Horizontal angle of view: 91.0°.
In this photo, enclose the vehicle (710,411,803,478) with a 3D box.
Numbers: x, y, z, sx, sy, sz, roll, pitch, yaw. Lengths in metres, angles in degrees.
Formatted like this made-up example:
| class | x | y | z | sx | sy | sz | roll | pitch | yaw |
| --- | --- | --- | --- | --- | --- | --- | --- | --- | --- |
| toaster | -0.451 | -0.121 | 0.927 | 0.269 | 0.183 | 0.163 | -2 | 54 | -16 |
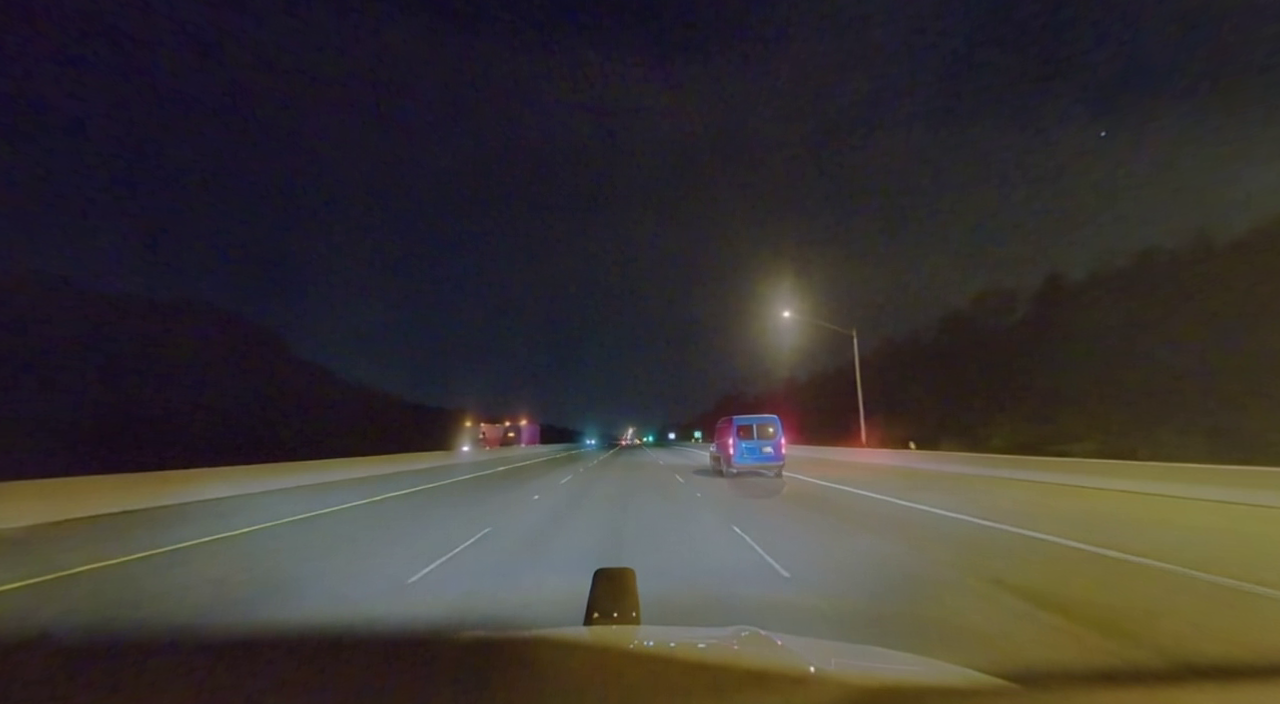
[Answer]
| class | x | y | z | sx | sy | sz | roll | pitch | yaw |
| --- | --- | --- | --- | --- | --- | --- | --- | --- | --- |
| vehicle | 3.839 | 3.156 | 21.628 | 2.161 | 2.002 | 4.631 | -1 | -8 | -2 |
